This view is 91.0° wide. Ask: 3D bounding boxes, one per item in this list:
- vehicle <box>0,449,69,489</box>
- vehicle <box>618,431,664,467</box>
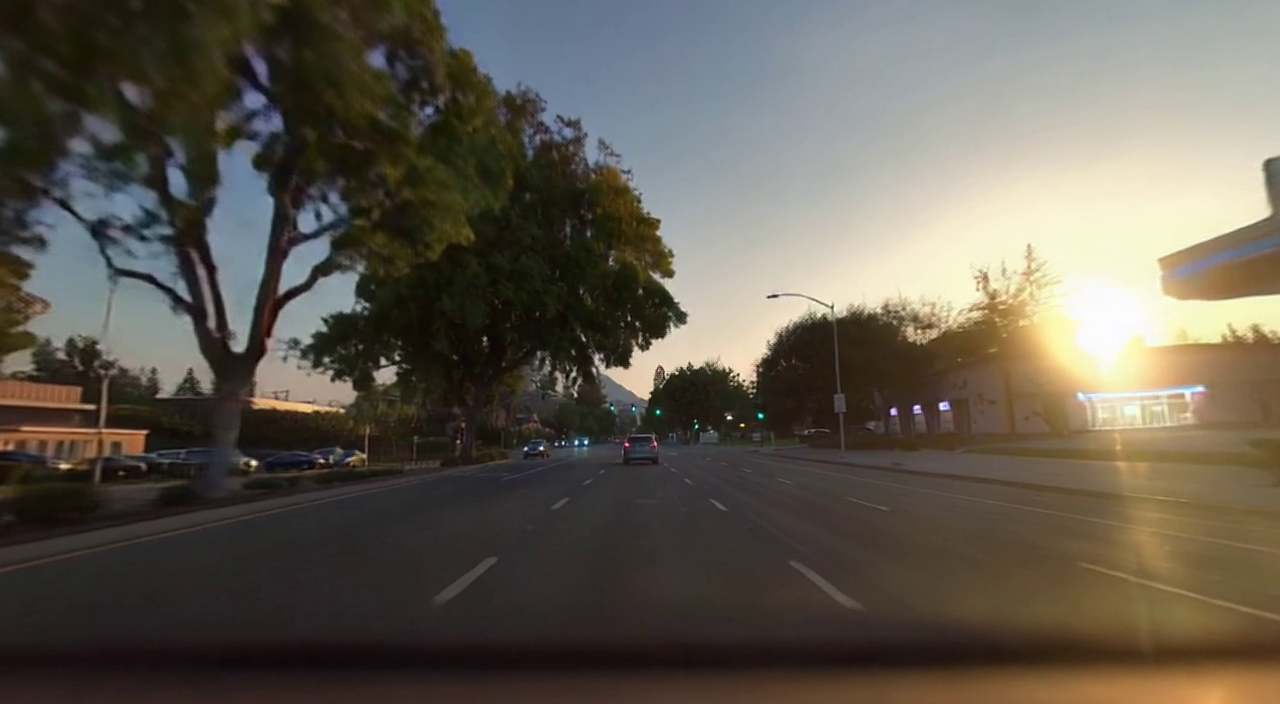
[{"bbox_3d":[-28.704,5.305,28.845,4.749,1.666,1.859,-4,-9,24],"label":"vehicle"},{"bbox_3d":[0.031,4.968,32.359,2.213,1.715,4.242,0,-8,-1],"label":"vehicle"}]
